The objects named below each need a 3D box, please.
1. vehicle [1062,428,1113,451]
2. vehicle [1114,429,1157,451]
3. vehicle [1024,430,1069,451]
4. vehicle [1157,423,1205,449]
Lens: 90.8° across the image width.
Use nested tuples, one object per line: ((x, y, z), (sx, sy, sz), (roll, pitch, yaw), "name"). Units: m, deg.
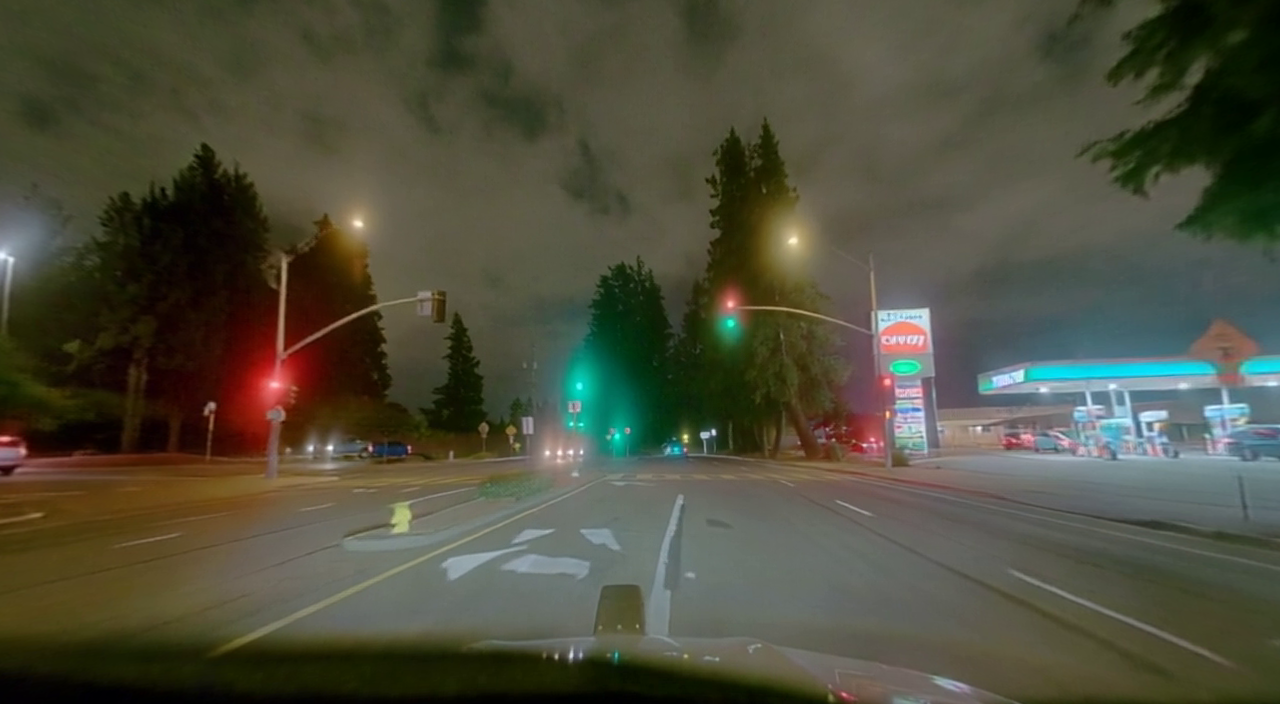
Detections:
((32.823, 6.405, 46.269), (4.355, 1.561, 2.103), (8, -10, -43), "vehicle")
((34.702, 6.169, 44.218), (3.931, 1.422, 1.771), (8, -12, -44), "vehicle")
((31.147, 6.805, 48.362), (4.406, 1.480, 1.815), (8, -12, -44), "vehicle")
((36.801, 5.758, 42.955), (3.928, 1.684, 1.912), (8, -12, -43), "vehicle")
